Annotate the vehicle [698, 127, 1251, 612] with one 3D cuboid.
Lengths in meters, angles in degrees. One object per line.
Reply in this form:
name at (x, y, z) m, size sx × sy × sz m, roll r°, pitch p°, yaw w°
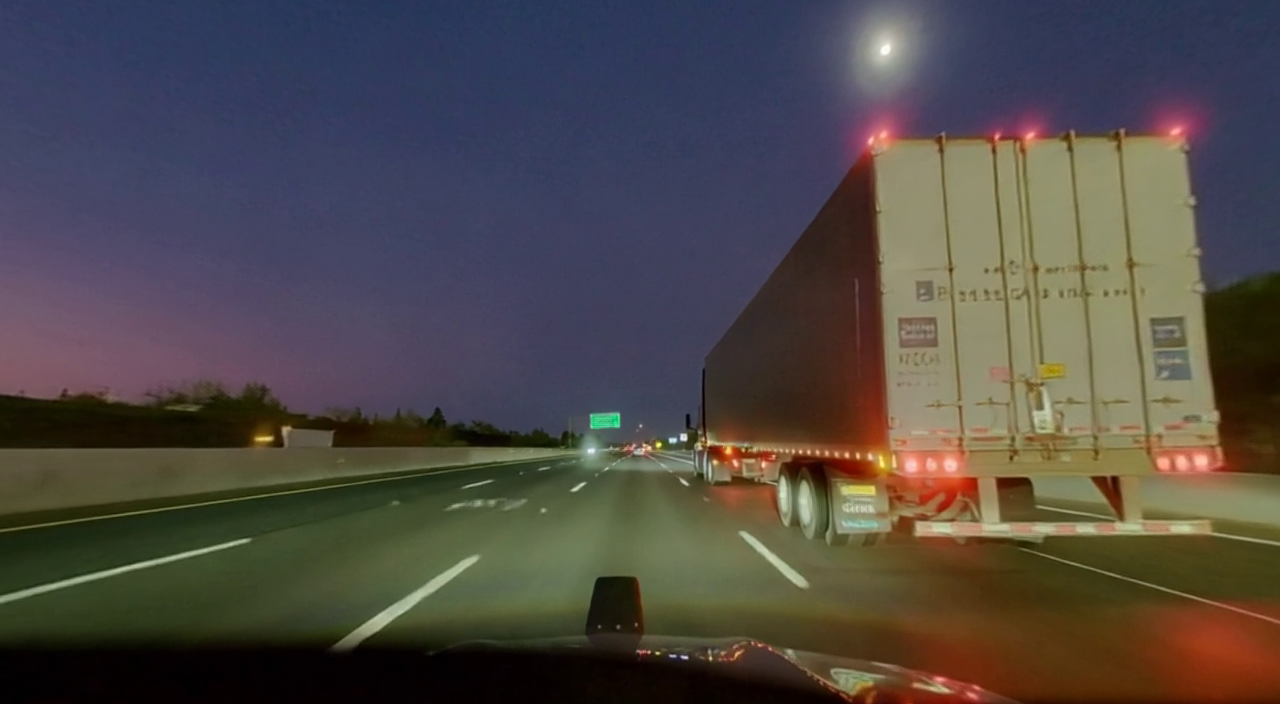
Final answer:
vehicle at (3.462, 1.275, 13.497) m, size 2.743 × 4.160 × 16.408 m, roll 0°, pitch -9°, yaw -1°
